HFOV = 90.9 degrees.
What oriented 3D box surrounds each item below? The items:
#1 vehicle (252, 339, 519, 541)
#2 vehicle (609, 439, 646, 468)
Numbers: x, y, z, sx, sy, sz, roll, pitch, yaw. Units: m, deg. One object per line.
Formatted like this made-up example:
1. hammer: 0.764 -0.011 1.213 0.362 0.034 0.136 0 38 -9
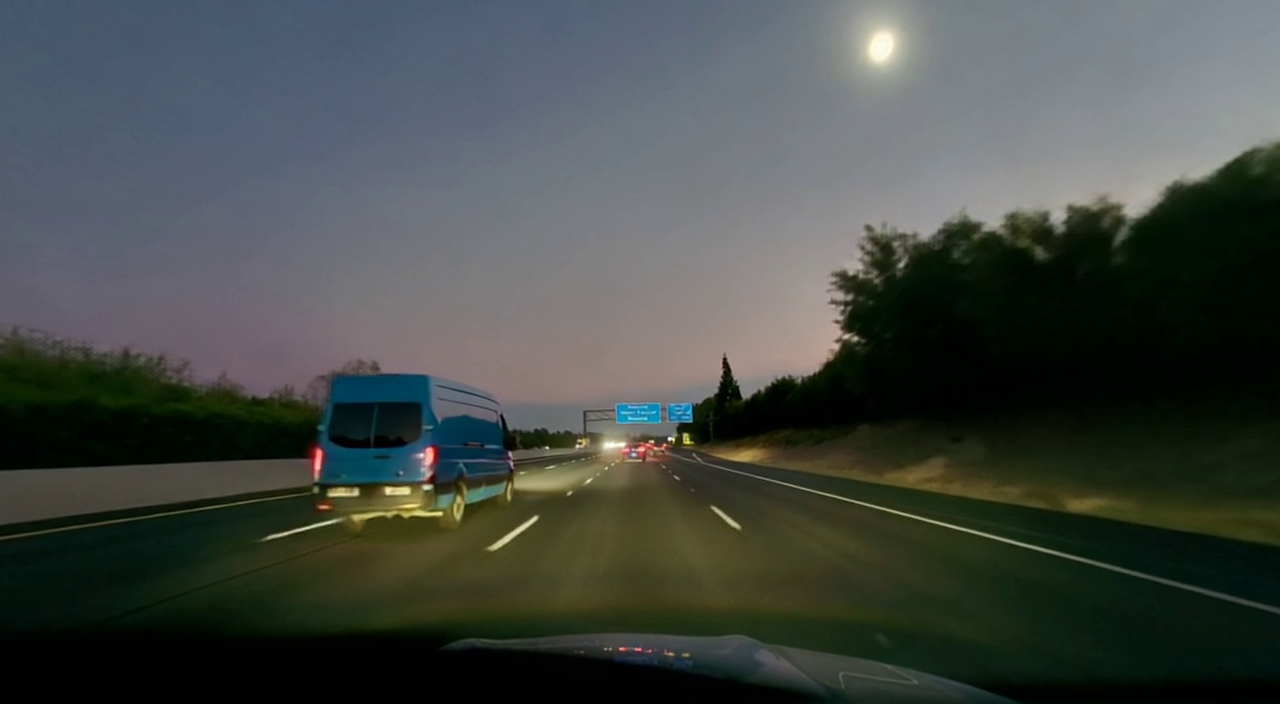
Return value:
1. vehicle: -4.016 1.626 11.614 2.382 2.736 5.982 0 -9 0
2. vehicle: -0.714 6.340 39.499 2.183 1.662 3.968 0 -9 1
